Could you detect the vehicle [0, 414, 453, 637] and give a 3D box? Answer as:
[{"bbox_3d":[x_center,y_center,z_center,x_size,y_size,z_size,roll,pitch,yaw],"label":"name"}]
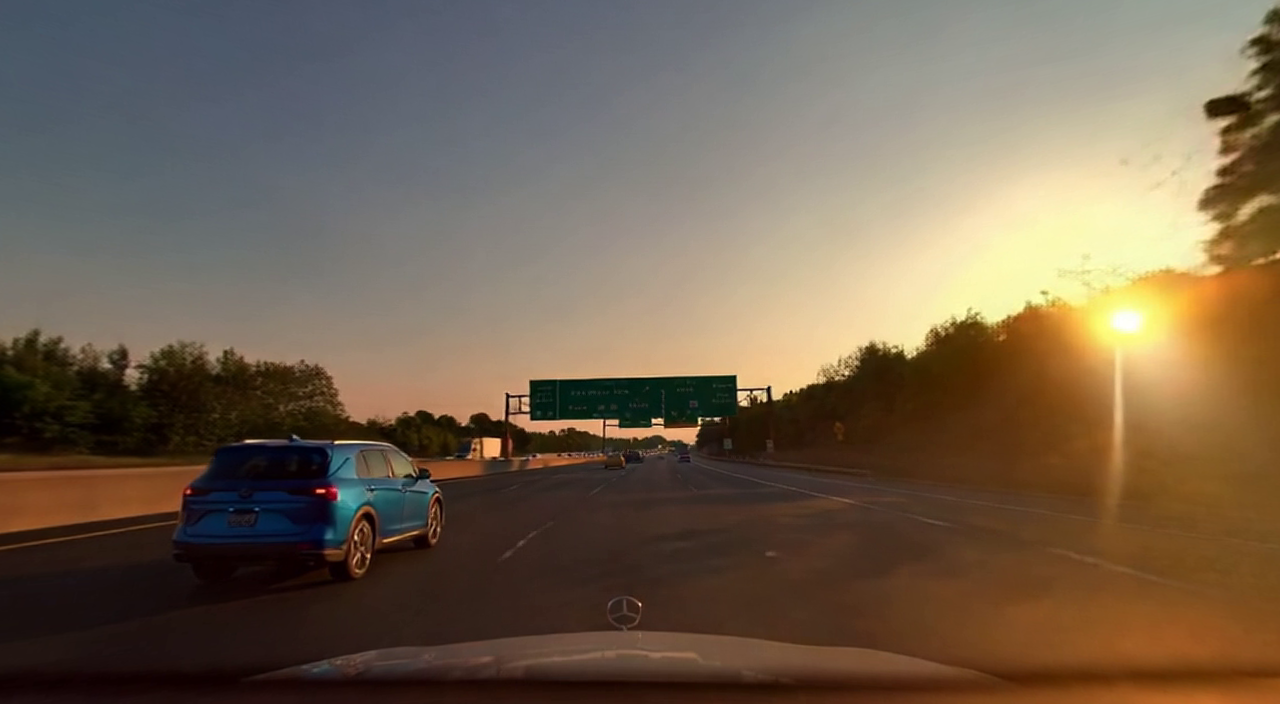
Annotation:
[{"bbox_3d":[-3.698,1.594,6.786,2.016,1.623,4.126,0,-9,1],"label":"vehicle"}]
